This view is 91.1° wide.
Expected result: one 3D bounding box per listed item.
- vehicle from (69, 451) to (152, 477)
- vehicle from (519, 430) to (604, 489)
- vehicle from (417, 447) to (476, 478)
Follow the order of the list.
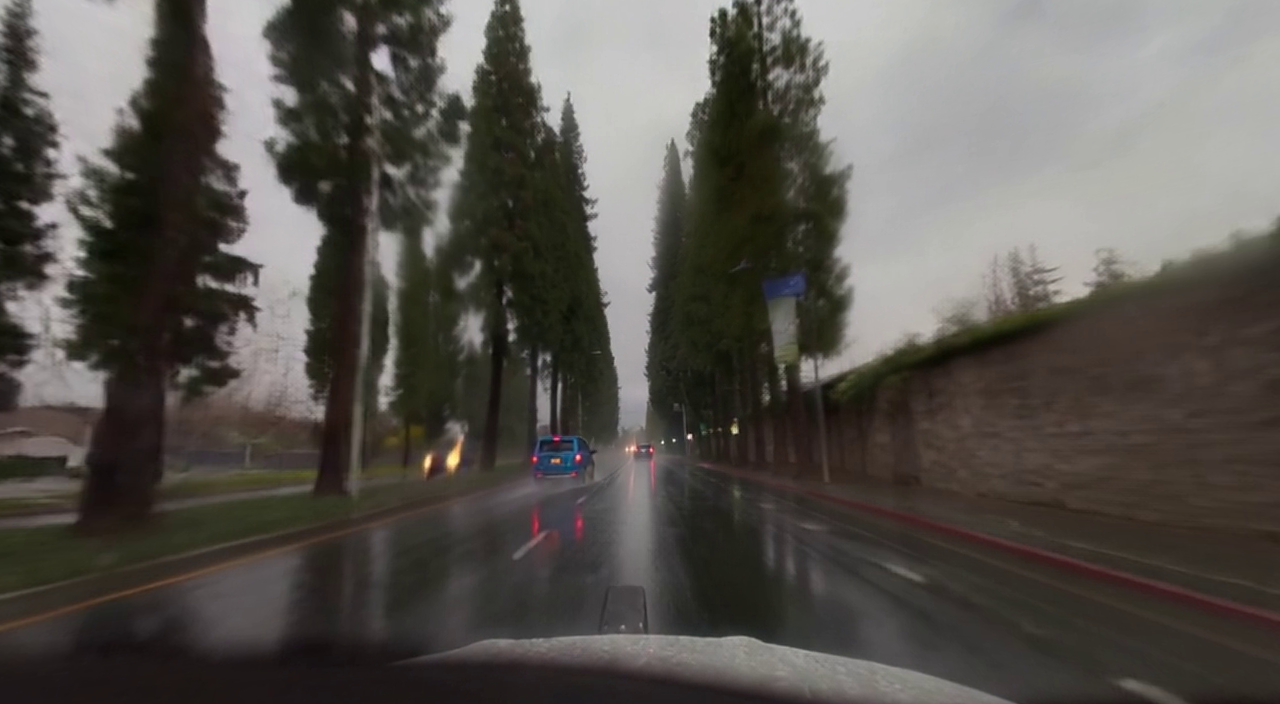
[{"bbox_3d":[-34.651,7.308,41.233,1.926,1.637,3.948,0,-9,-1],"label":"vehicle"},{"bbox_3d":[-2.608,3.757,22.216,2.281,1.837,4.845,0,-9,2],"label":"vehicle"},{"bbox_3d":[-10.646,6.101,34.893,1.876,1.590,4.060,-1,-9,2],"label":"vehicle"}]
